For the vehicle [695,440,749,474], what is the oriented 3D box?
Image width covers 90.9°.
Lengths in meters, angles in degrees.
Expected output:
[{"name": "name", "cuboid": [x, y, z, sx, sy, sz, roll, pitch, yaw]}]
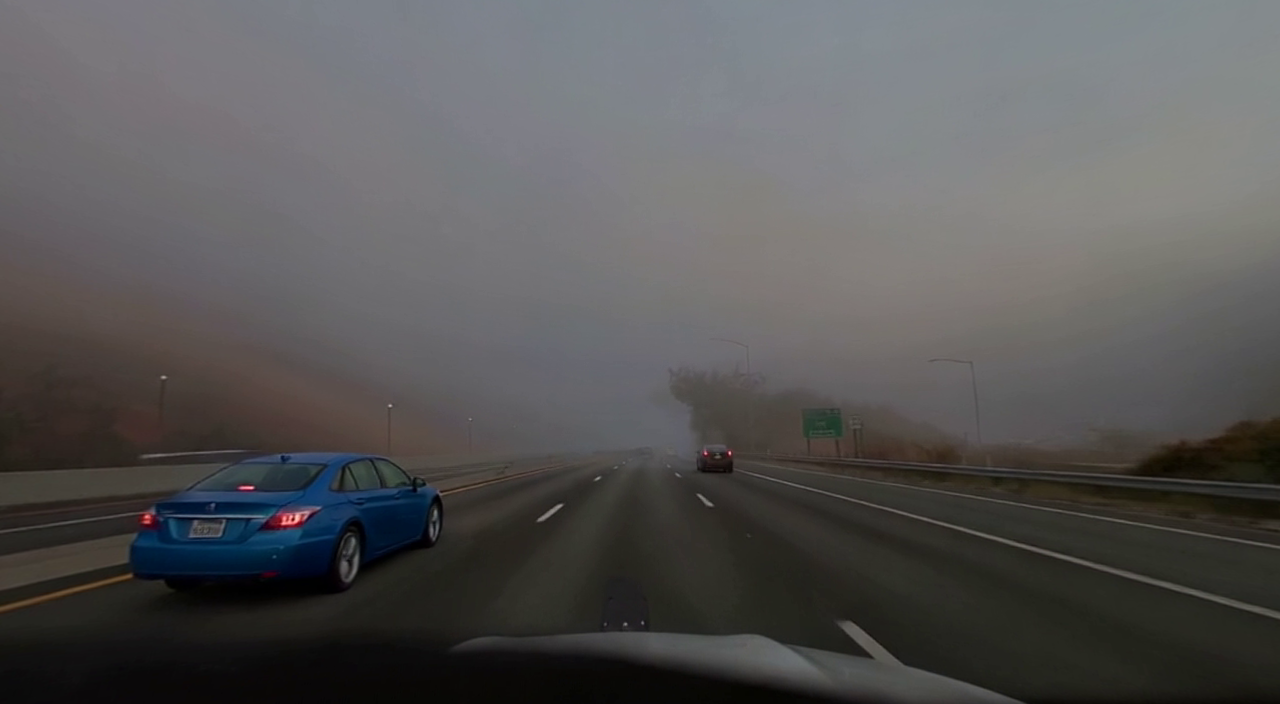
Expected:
[{"name": "vehicle", "cuboid": [3.783, 4.950, 29.925, 1.916, 1.469, 4.481, 0, -8, 0]}]
